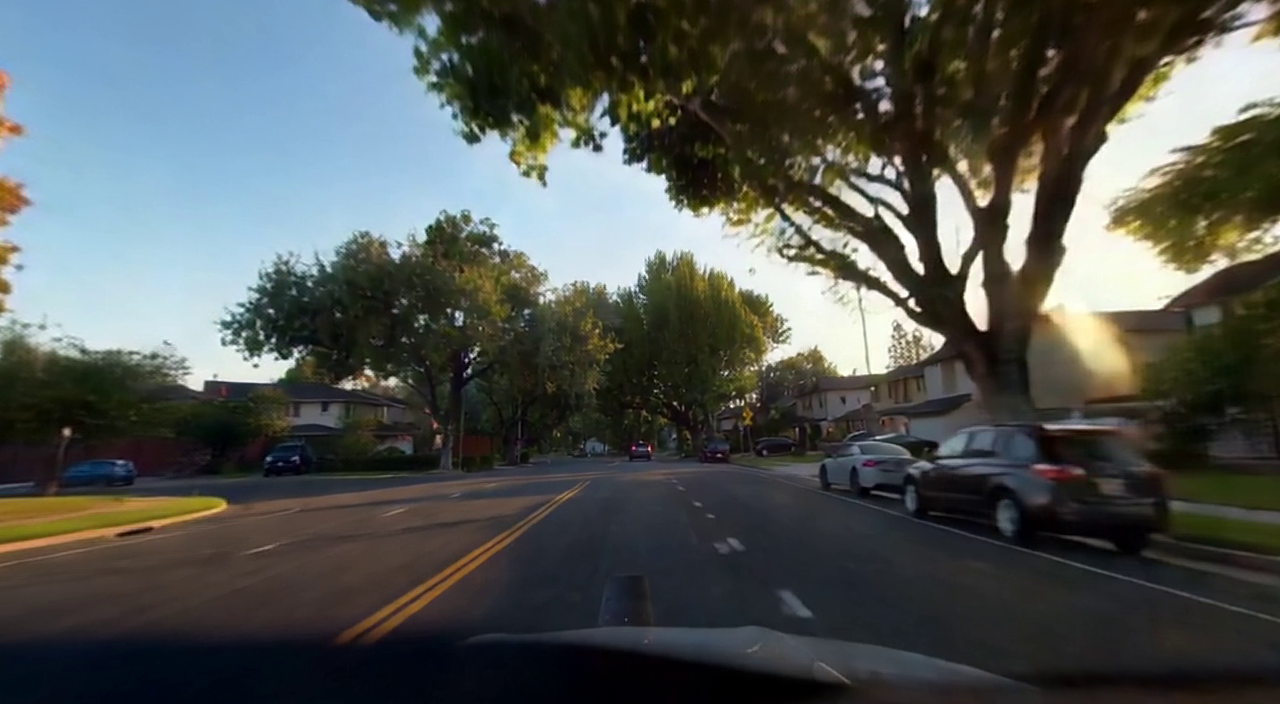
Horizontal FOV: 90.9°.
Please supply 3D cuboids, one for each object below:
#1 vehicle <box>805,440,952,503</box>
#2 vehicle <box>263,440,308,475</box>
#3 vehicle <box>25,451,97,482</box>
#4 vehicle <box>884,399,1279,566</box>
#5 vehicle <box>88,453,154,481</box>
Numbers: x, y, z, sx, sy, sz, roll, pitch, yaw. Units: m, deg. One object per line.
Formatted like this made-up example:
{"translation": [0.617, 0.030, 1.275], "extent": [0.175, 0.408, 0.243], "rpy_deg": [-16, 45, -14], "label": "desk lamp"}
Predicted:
{"translation": [6.440, 3.259, 17.771], "extent": [2.235, 1.515, 4.782], "rpy_deg": [0, -8, -1], "label": "vehicle"}
{"translation": [-23.481, 6.959, 41.874], "extent": [2.083, 2.113, 4.490], "rpy_deg": [4, -9, -23], "label": "vehicle"}
{"translation": [-34.038, 6.701, 37.189], "extent": [1.934, 1.689, 3.999], "rpy_deg": [4, -9, -26], "label": "vehicle"}
{"translation": [6.569, 1.938, 10.275], "extent": [2.878, 1.927, 5.774], "rpy_deg": [0, -8, 0], "label": "vehicle"}
{"translation": [-31.442, 6.937, 38.342], "extent": [1.866, 1.484, 4.553], "rpy_deg": [4, -9, -24], "label": "vehicle"}
